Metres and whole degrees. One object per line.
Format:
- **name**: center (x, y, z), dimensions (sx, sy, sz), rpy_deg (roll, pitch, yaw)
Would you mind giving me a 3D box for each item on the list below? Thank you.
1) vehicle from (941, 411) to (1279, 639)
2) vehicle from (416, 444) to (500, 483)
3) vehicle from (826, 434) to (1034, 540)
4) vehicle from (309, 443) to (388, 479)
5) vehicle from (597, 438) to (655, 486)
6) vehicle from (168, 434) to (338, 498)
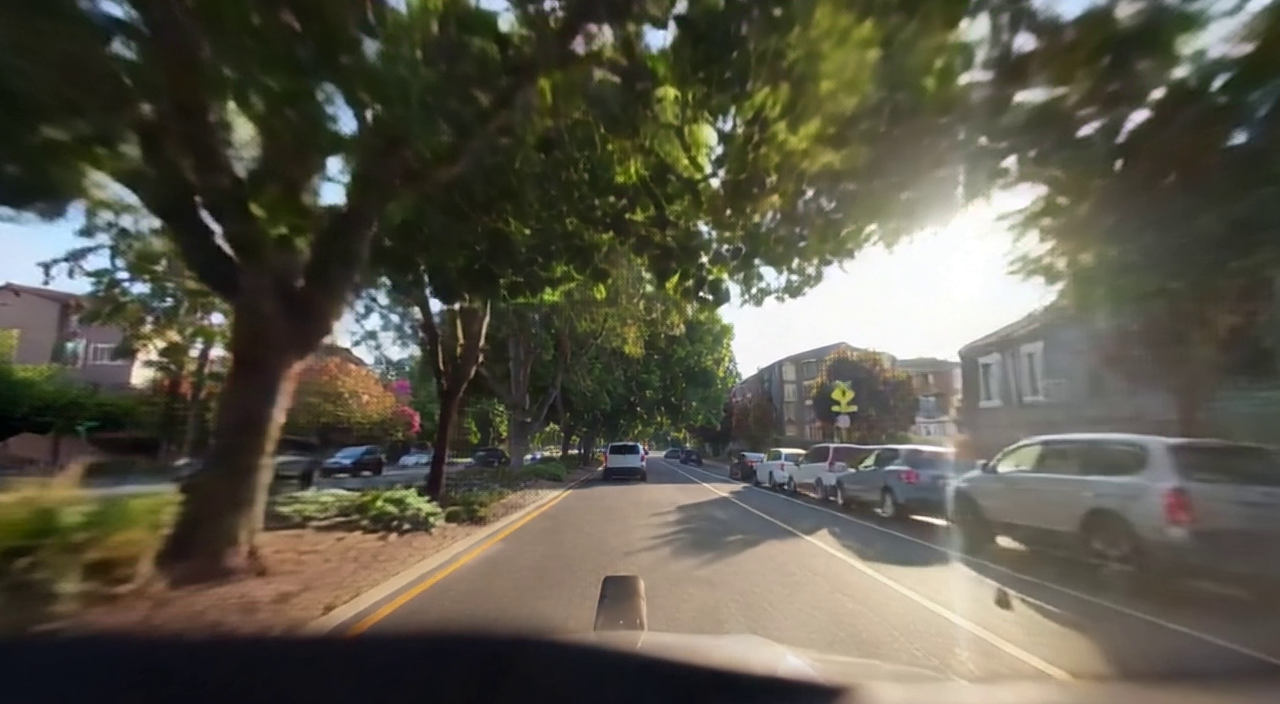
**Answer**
- **vehicle**: center (5.672, 1.714, 7.354), dimensions (2.053, 1.799, 4.446), rpy_deg (0, -8, -1)
- **vehicle**: center (-7.548, 4.673, 26.825), dimensions (2.105, 1.474, 4.808), rpy_deg (0, -8, 0)
- **vehicle**: center (5.536, 2.599, 12.886), dimensions (1.996, 1.738, 4.496), rpy_deg (0, -8, -2)
- **vehicle**: center (-15.887, 5.950, 34.732), dimensions (2.038, 1.813, 4.764), rpy_deg (0, -9, 1)
- **vehicle**: center (-0.530, 4.226, 24.615), dimensions (2.070, 1.698, 3.925), rpy_deg (0, -8, 0)
- **vehicle**: center (-11.924, 3.530, 20.045), dimensions (2.020, 1.754, 5.185), rpy_deg (0, -8, 1)
